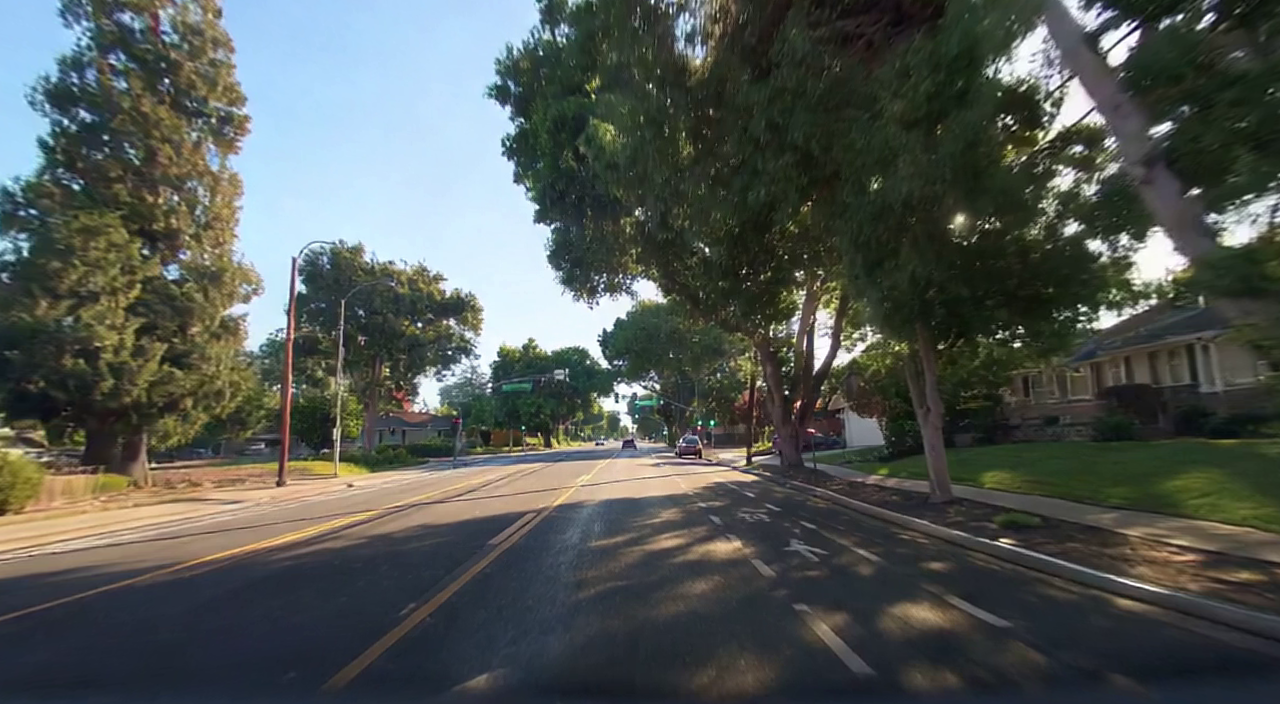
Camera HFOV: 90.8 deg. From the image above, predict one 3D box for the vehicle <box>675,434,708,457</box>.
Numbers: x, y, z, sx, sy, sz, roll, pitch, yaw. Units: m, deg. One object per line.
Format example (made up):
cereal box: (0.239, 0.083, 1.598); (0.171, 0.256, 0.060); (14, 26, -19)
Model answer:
vehicle: (3.787, 6.999, 47.327); (1.900, 1.661, 4.346); (0, -8, -2)

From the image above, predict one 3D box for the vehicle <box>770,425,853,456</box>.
vehicle: (10.202, 5.280, 37.598); (4.434, 1.730, 2.081); (-4, -8, 24)
